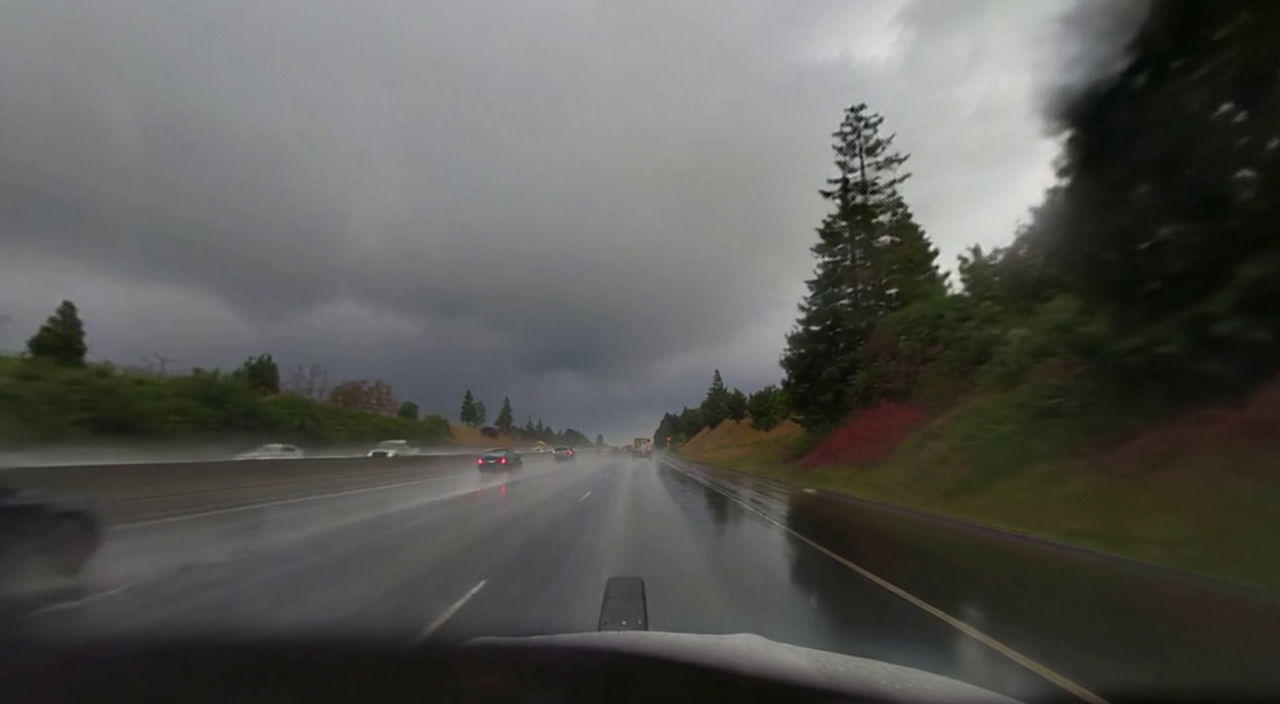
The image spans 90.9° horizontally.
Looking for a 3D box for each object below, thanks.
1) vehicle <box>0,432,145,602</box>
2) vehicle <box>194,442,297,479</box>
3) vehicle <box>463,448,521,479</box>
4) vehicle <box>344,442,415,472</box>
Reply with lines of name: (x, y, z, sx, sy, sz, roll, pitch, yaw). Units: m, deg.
vehicle: (-6.669, 1.343, 4.778, 2.015, 1.483, 4.626, 0, -9, 1)
vehicle: (-18.525, 5.122, 29.876, 1.931, 1.572, 4.643, 0, -9, -1)
vehicle: (-7.507, 5.695, 32.417, 1.966, 1.476, 4.240, 0, -9, 0)
vehicle: (-15.057, 6.103, 36.754, 2.070, 1.621, 4.781, 0, -9, 0)
